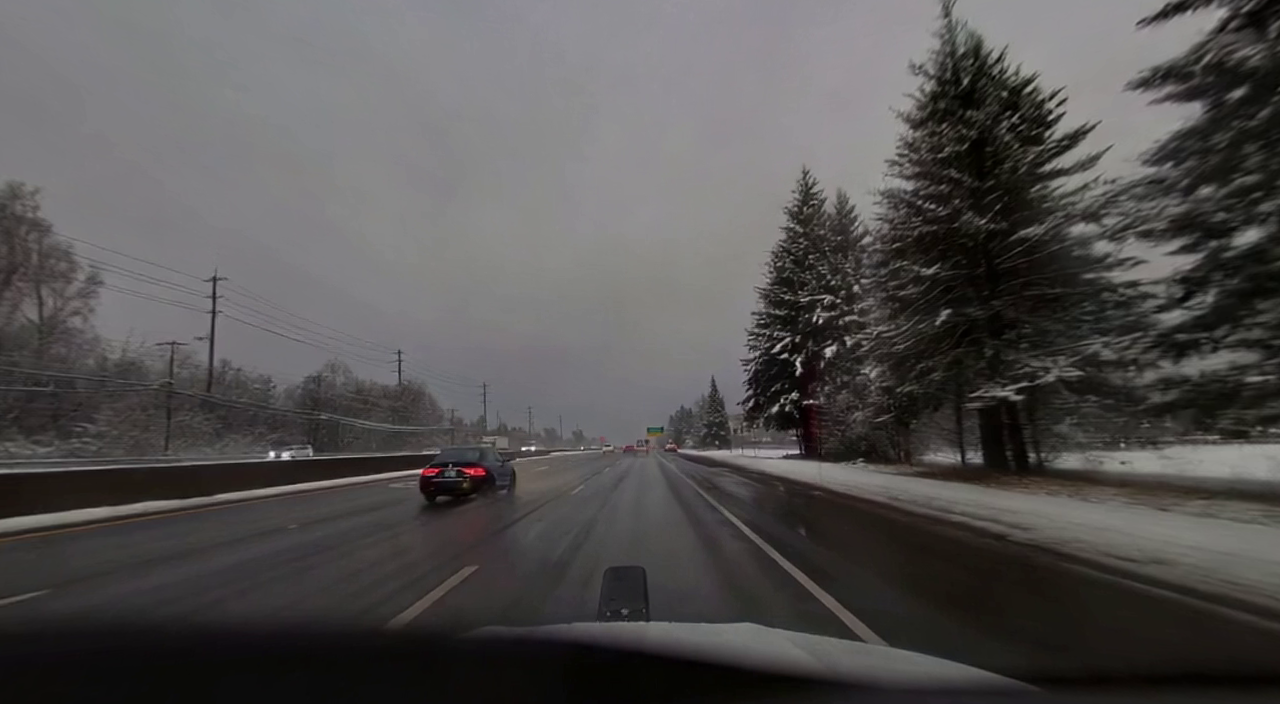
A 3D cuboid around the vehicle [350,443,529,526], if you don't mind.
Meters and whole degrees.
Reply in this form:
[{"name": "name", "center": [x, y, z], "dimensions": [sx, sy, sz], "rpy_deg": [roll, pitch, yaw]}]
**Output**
[{"name": "vehicle", "center": [-3.778, 2.581, 12.902], "dimensions": [2.048, 1.368, 4.613], "rpy_deg": [0, -9, 2]}]
